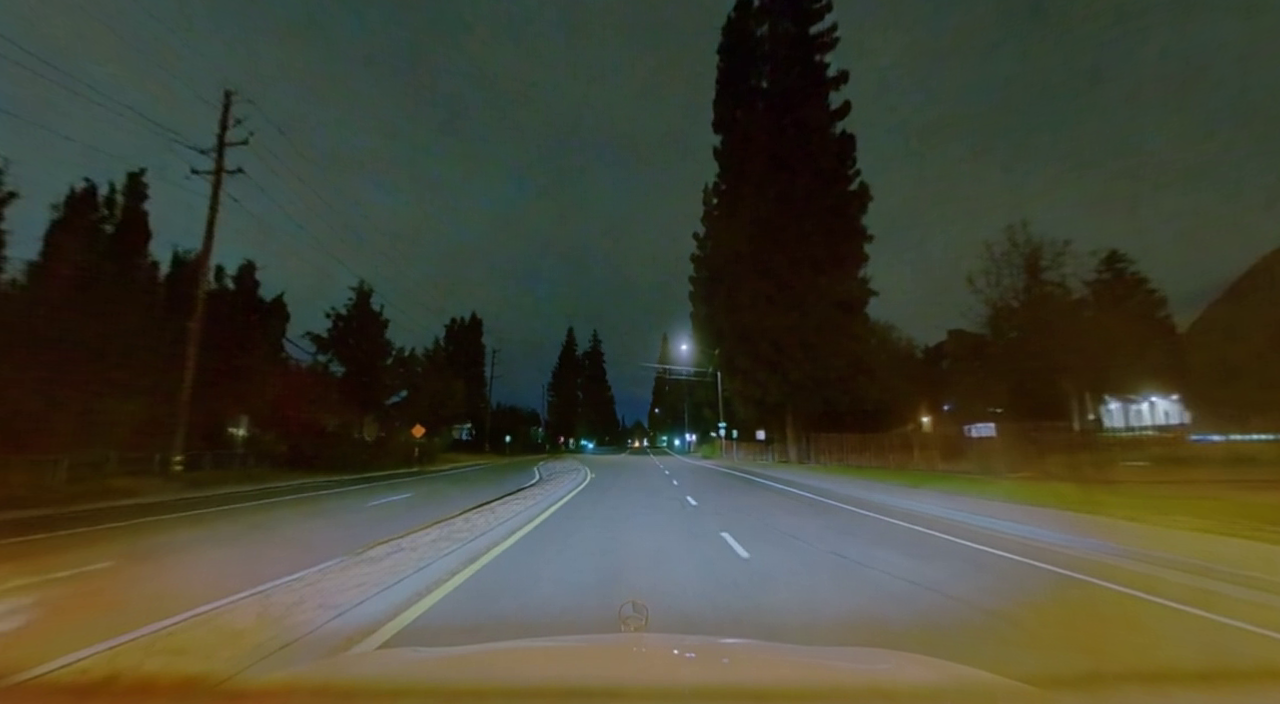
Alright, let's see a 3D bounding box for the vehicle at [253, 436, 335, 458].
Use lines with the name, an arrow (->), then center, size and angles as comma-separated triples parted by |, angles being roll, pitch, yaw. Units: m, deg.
vehicle -> -22.804, 6.244, 41.632 | 4.265, 1.393, 2.071 | 0, -8, 4
